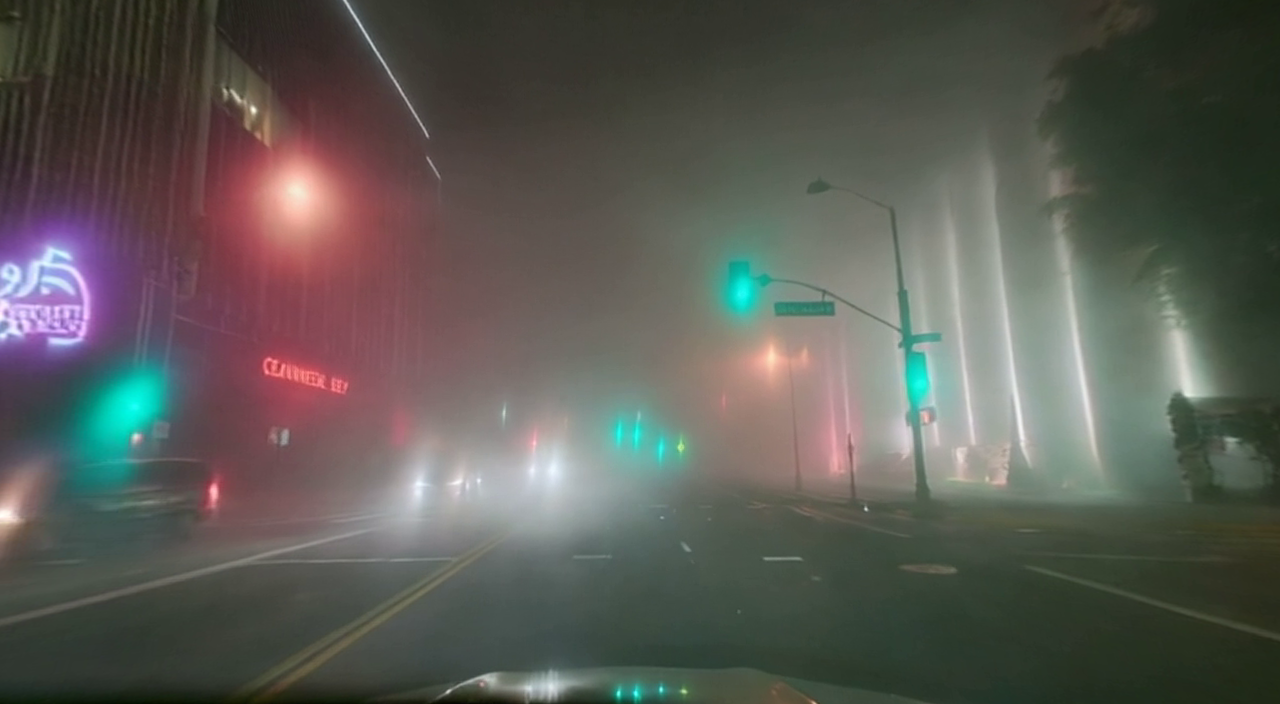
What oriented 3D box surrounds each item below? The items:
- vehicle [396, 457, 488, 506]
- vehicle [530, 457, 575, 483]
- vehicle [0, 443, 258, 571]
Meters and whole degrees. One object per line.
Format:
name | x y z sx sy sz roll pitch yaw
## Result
vehicle | -6.990 4.590 22.781 1.897 1.537 3.770 -1 -8 4
vehicle | -5.931 8.045 43.368 2.037 1.563 4.754 -1 -9 4
vehicle | -10.473 2.756 12.376 2.329 1.900 5.588 0 -8 2
